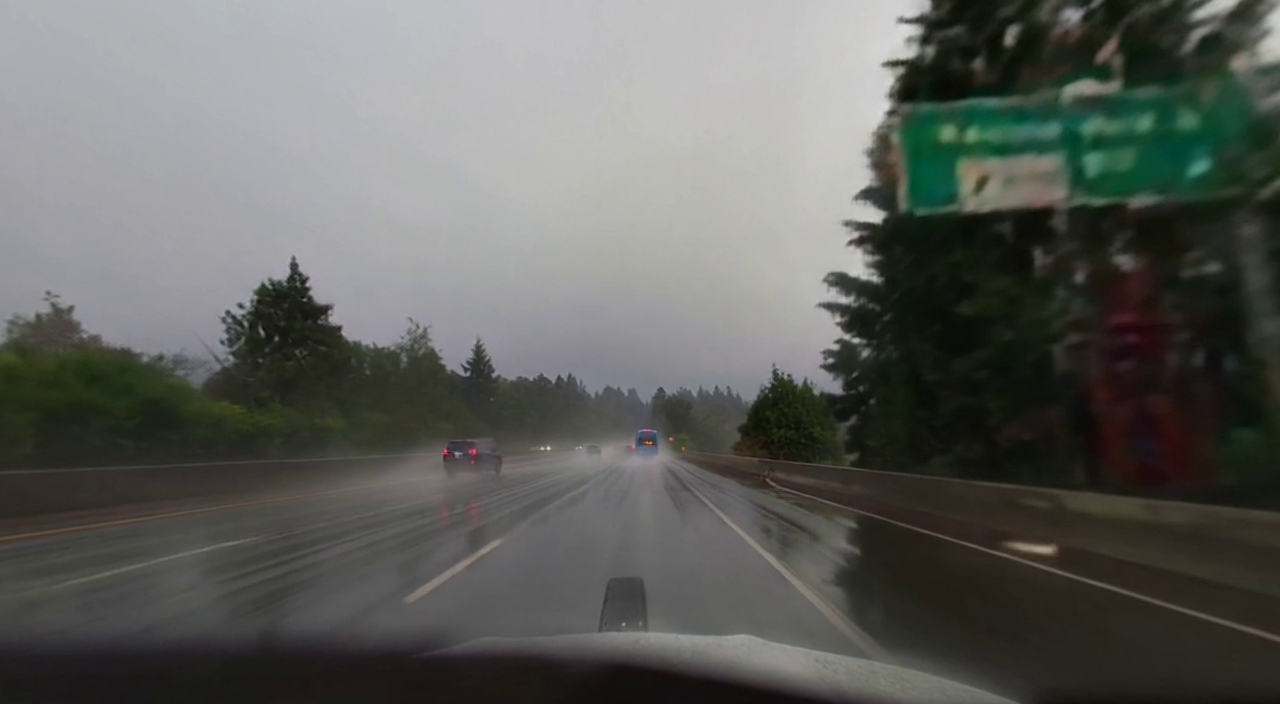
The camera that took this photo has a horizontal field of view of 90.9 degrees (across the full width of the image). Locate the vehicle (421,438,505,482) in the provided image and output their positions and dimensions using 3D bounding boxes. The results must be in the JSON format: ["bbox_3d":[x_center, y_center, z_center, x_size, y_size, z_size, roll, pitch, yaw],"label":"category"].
[{"bbox_3d":[-7.289,4.483,26.506,2.080,1.674,4.660,0,-8,1],"label":"vehicle"}]
